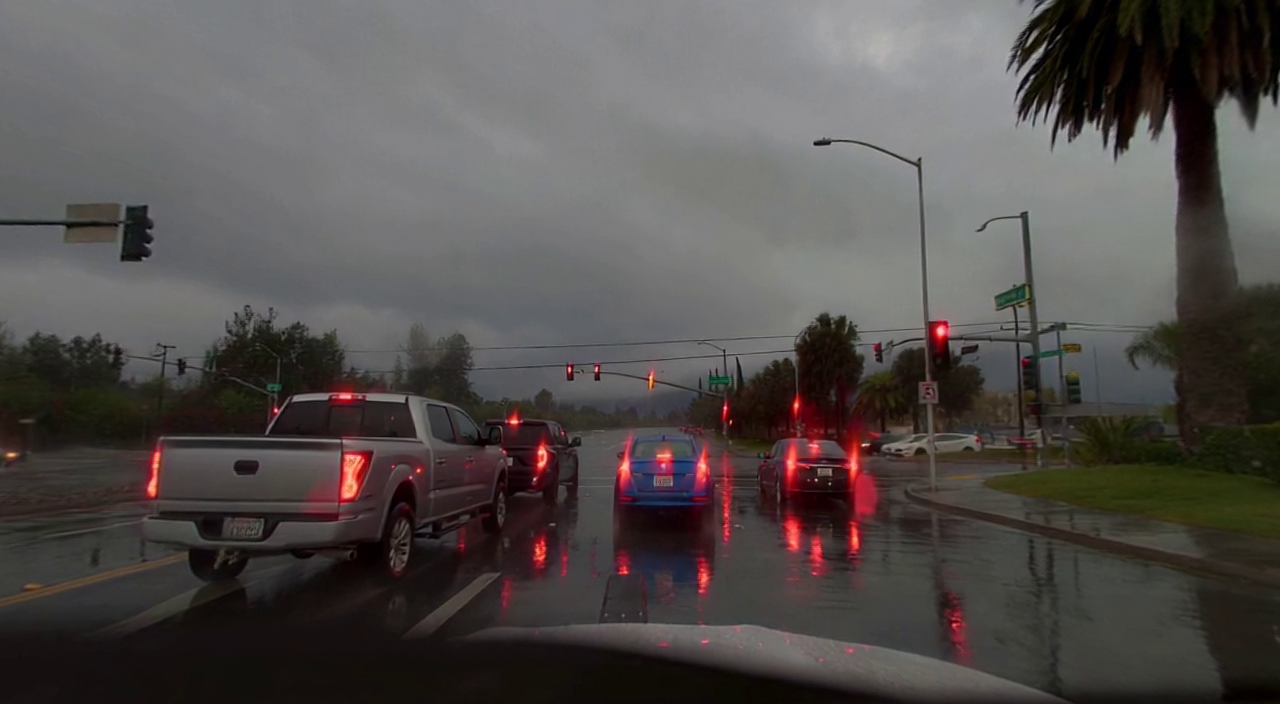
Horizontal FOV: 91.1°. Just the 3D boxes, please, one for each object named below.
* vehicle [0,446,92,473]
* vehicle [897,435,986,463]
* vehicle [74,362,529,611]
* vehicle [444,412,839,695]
[{"bbox_3d":[-37.112,6.643,38.854,4.576,1.617,1.937,0,-8,2],"label":"vehicle"},{"bbox_3d":[18.808,6.078,39.299,4.466,1.717,1.963,0,-8,2],"label":"vehicle"},{"bbox_3d":[-3.231,1.476,7.901,2.330,1.969,5.626,-1,-8,3],"label":"vehicle"},{"bbox_3d":[0.037,1.394,5.530,2.122,1.501,4.152,0,-8,1],"label":"vehicle"}]
